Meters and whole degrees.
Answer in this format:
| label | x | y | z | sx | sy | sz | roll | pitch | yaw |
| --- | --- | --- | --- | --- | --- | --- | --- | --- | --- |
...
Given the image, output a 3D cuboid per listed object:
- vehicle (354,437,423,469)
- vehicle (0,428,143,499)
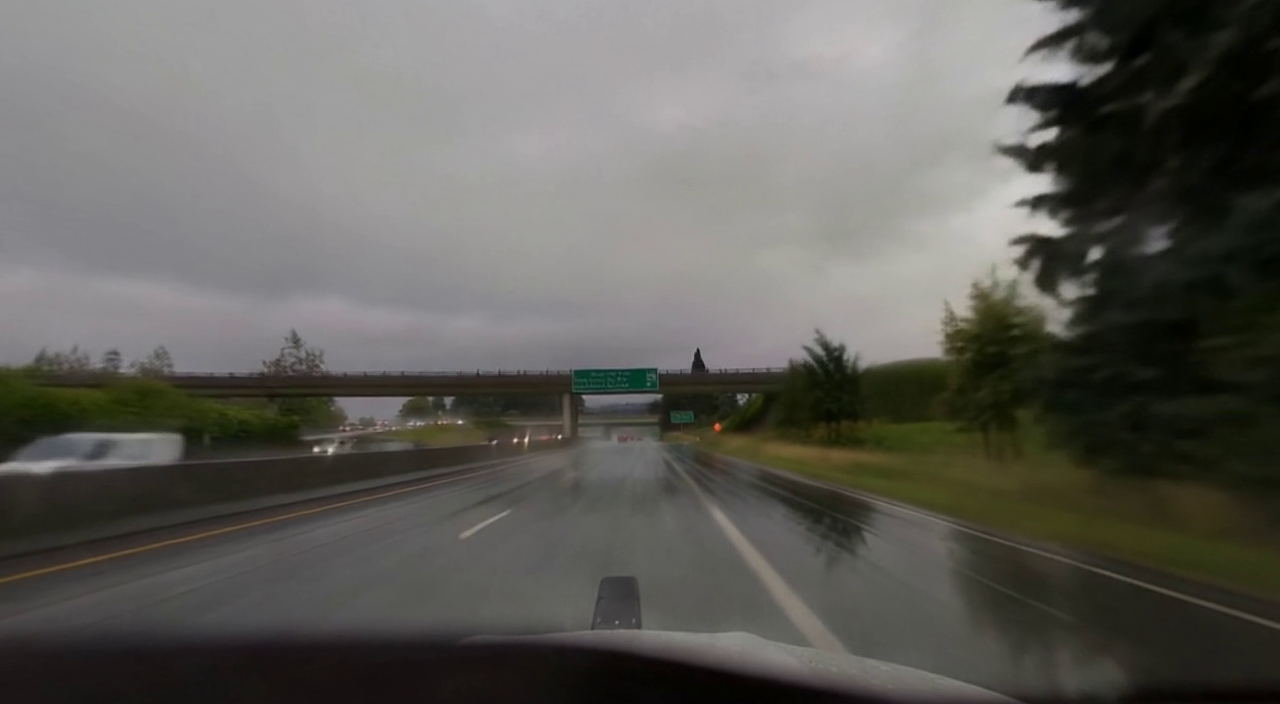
| label | x | y | z | sx | sy | sz | roll | pitch | yaw |
| --- | --- | --- | --- | --- | --- | --- | --- | --- | --- |
| vehicle | -11.804 | 4.740 | 29.810 | 1.866 | 1.380 | 3.399 | 0 | -8 | 0 |
| vehicle | -15.259 | 2.675 | 15.496 | 2.223 | 1.560 | 4.808 | 0 | -8 | -1 |
